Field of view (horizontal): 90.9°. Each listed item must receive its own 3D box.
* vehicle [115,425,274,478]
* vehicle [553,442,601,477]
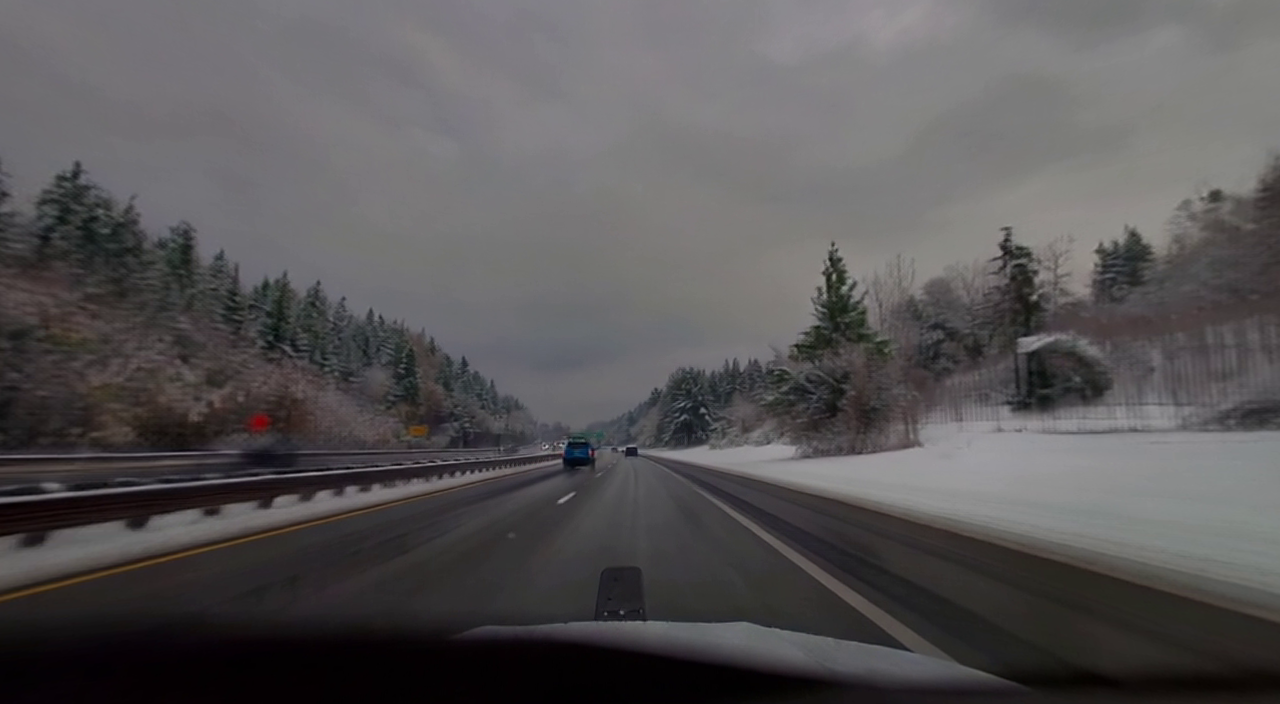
[{"bbox_3d":[-13.662,3.105,19.740,1.754,1.456,4.409,0,-9,0],"label":"vehicle"},{"bbox_3d":[-3.324,5.798,34.204,2.135,1.755,4.476,0,-9,0],"label":"vehicle"}]
